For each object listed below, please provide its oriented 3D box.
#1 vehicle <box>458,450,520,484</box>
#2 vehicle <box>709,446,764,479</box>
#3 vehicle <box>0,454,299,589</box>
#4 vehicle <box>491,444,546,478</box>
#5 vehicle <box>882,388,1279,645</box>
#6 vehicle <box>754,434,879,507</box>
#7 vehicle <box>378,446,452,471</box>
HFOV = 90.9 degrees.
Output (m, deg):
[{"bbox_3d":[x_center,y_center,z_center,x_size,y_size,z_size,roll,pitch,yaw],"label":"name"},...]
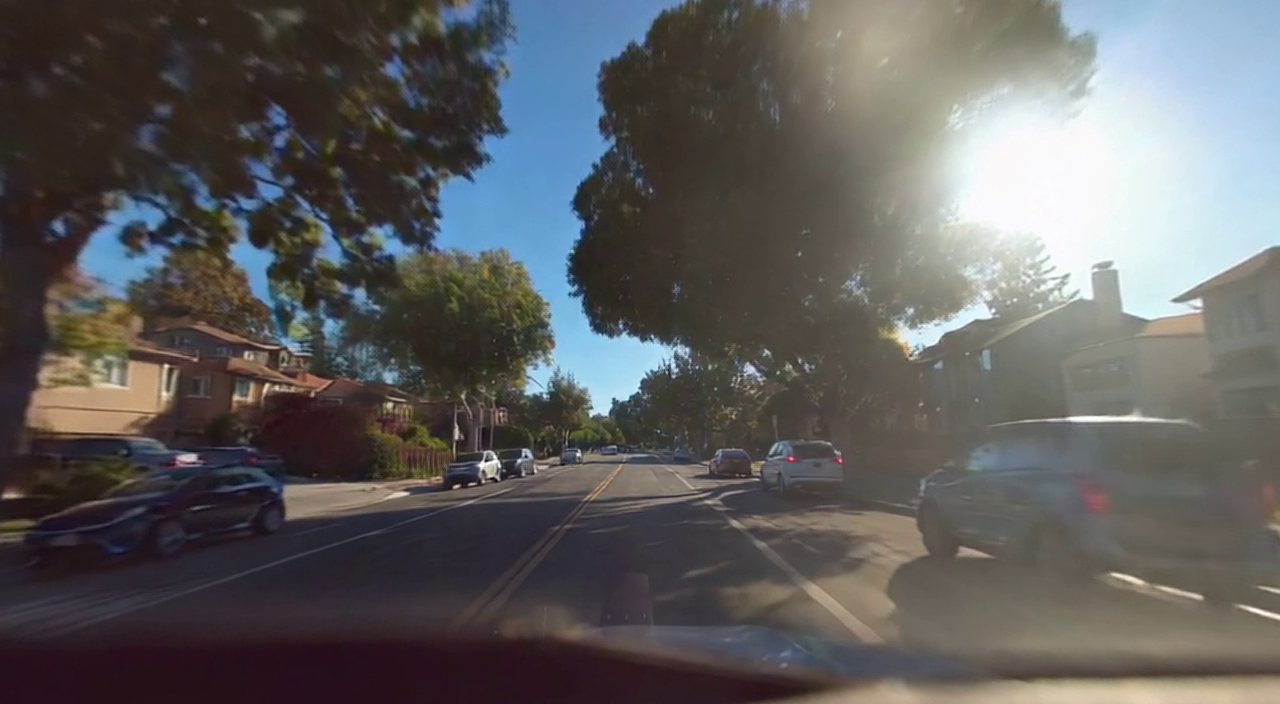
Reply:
[{"bbox_3d":[-7.465,5.691,31.532,1.971,1.479,4.307,-1,-8,1],"label":"vehicle"},{"bbox_3d":[4.634,5.350,30.888,2.048,1.469,4.673,0,-8,1],"label":"vehicle"},{"bbox_3d":[-7.453,2.366,9.710,1.903,1.463,4.526,-1,-8,0],"label":"vehicle"},{"bbox_3d":[-7.102,6.382,37.391,2.218,1.807,5.032,-1,-8,1],"label":"vehicle"},{"bbox_3d":[4.485,1.500,6.837,2.089,1.831,4.492,-1,-8,3],"label":"vehicle"},{"bbox_3d":[4.684,3.204,17.630,2.137,1.747,4.797,0,-8,1],"label":"vehicle"},{"bbox_3d":[-16.287,7.713,45.820,4.619,1.708,2.087,0,-8,-1],"label":"vehicle"}]
